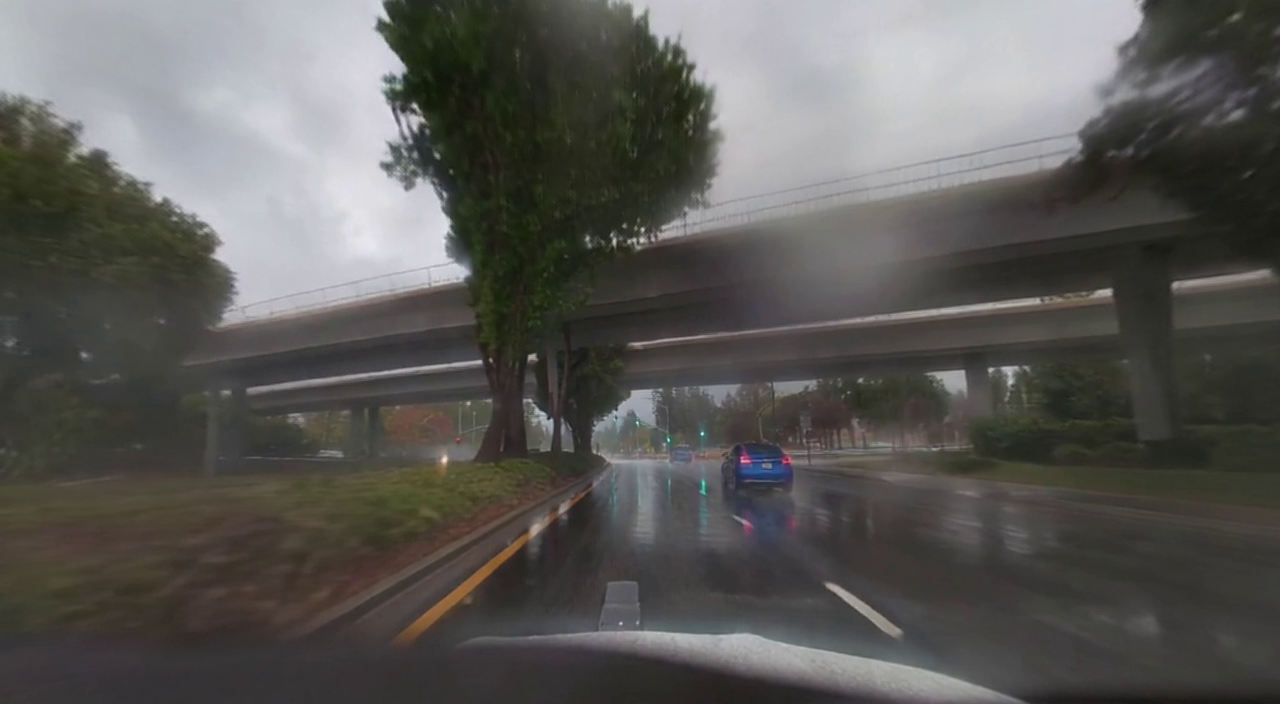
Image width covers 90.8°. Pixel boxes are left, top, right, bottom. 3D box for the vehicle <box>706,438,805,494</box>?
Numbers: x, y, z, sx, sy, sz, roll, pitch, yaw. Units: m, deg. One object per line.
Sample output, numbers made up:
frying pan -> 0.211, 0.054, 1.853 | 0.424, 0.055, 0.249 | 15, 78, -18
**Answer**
vehicle -> 3.345, 3.387, 19.179 | 2.062, 1.484, 4.332 | 0, -8, -1
